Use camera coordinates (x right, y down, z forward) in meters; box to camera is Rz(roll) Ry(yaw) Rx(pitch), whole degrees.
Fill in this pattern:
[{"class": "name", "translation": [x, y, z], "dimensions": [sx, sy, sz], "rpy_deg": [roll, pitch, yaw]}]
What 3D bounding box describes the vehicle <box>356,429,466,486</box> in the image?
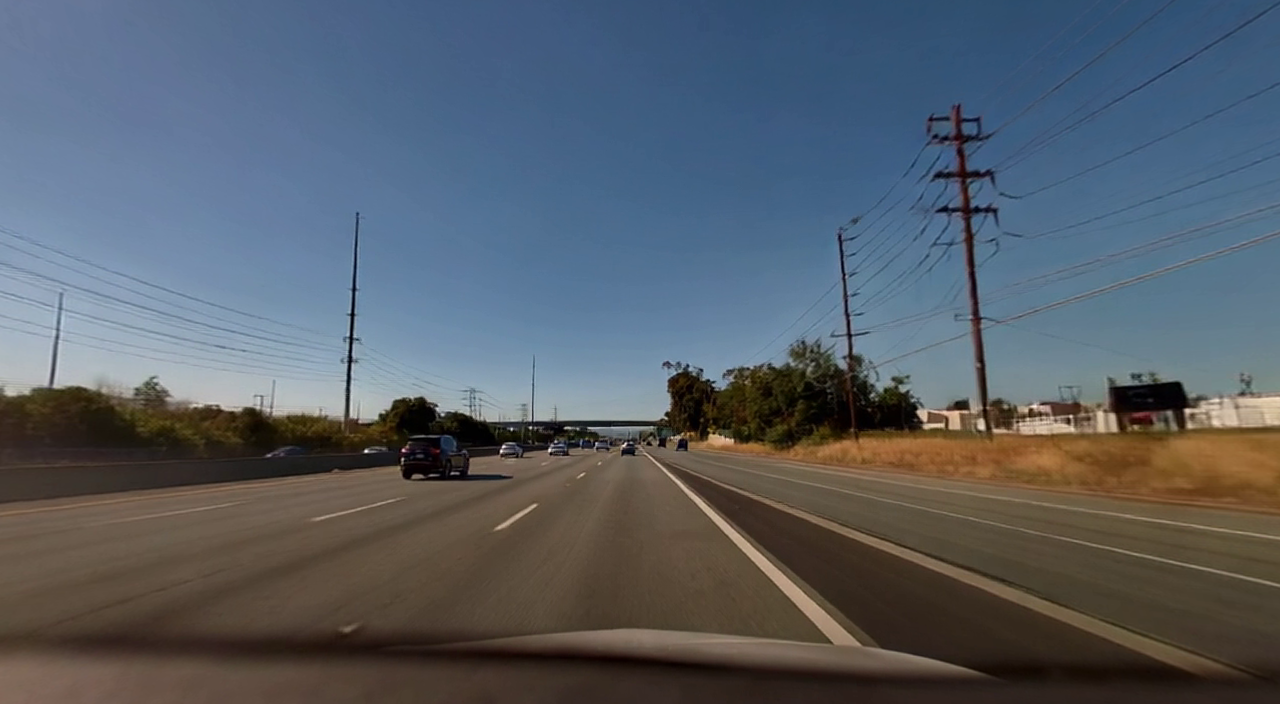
[{"class": "vehicle", "translation": [-7.999, 3.756, 22.764], "dimensions": [2.115, 1.799, 5.444], "rpy_deg": [0, -9, -2]}]
